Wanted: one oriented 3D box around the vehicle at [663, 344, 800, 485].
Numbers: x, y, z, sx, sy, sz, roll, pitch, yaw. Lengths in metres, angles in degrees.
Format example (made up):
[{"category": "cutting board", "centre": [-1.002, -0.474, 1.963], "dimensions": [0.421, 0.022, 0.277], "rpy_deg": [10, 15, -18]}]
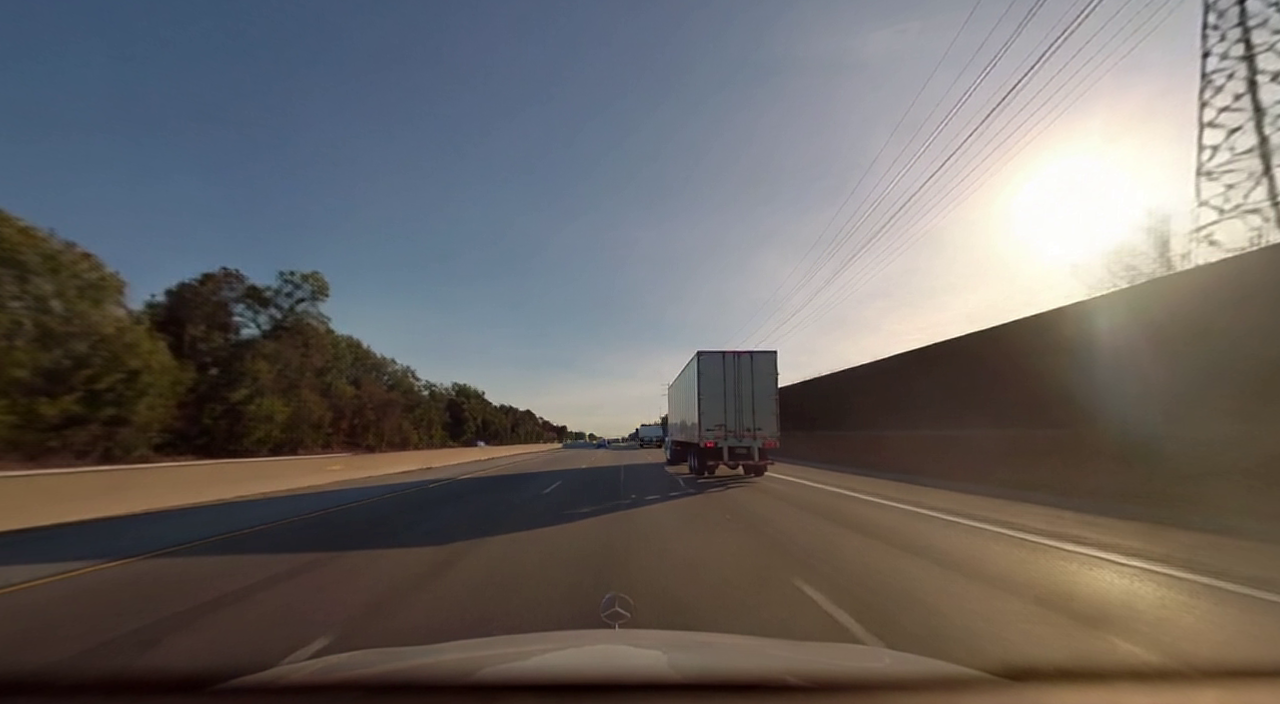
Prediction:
[{"category": "vehicle", "centre": [2.904, 2.741, 25.306], "dimensions": [2.905, 4.080, 14.157], "rpy_deg": [0, -8, -2]}]
